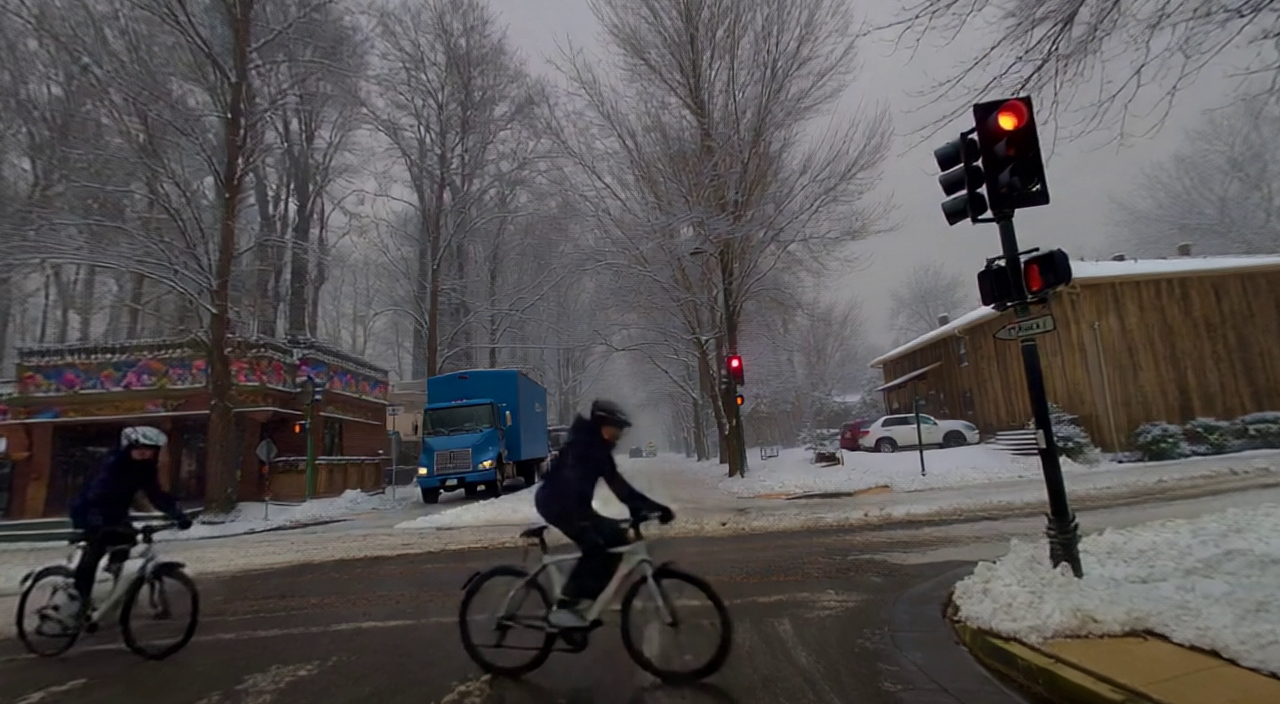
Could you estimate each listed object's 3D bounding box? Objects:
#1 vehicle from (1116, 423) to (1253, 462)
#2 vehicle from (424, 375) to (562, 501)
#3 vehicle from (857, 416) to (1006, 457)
[{"bbox_3d":[24.955,4.160,29.010,4.268,1.695,2.053,0,-8,3],"label":"vehicle"},{"bbox_3d":[-5.814,3.725,27.177,3.113,4.041,10.284,-7,-8,0],"label":"vehicle"},{"bbox_3d":[10.694,3.143,23.423,4.643,1.456,1.820,-1,-8,5],"label":"vehicle"}]
